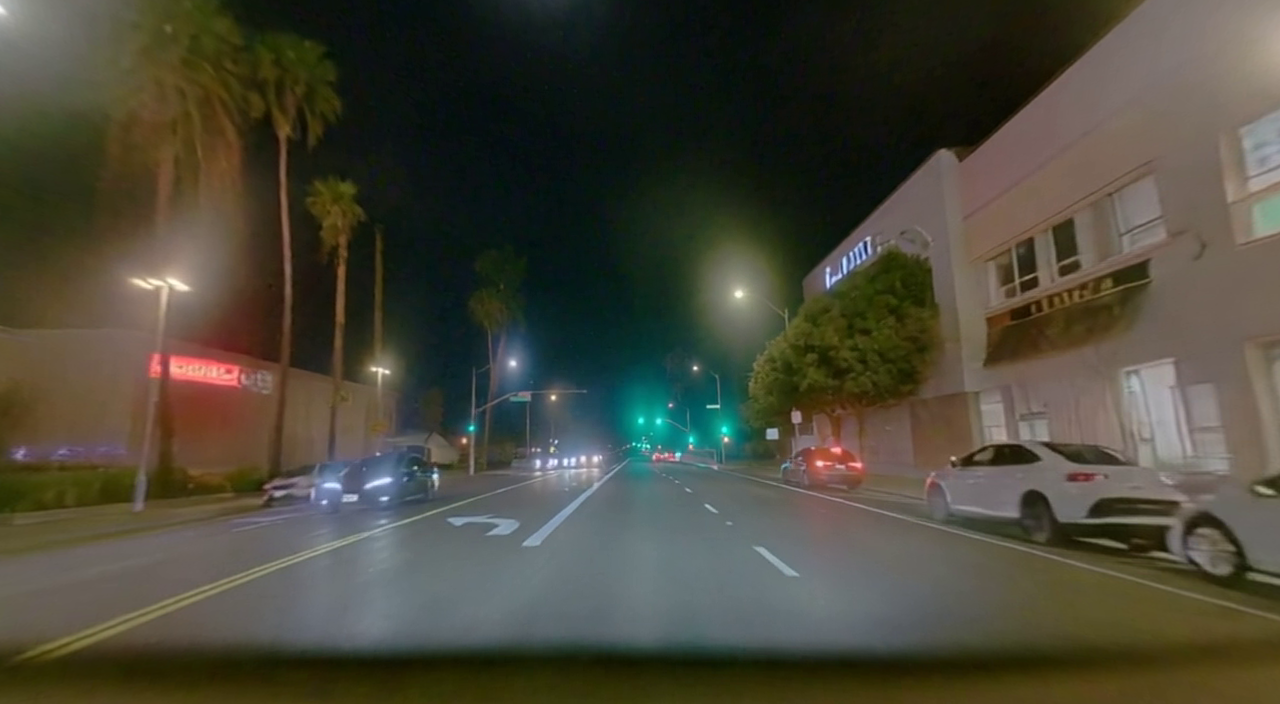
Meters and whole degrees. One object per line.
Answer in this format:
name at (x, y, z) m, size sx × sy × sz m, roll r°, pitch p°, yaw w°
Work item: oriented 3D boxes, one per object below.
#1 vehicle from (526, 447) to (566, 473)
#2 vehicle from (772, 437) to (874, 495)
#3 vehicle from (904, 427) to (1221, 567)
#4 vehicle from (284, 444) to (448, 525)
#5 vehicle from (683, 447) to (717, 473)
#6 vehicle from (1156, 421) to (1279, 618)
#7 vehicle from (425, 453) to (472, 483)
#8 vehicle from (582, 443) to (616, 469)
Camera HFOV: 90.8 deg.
vehicle at (-6.225, 7.184, 42.312) m, size 2.008 × 1.661 × 4.269 m, roll 0°, pitch -8°, yaw 1°
vehicle at (6.613, 4.170, 23.595) m, size 2.128 × 1.887 × 5.602 m, roll 0°, pitch -8°, yaw 0°
vehicle at (6.508, 2.237, 10.622) m, size 1.966 × 1.790 × 4.646 m, roll 0°, pitch -8°, yaw -2°
vehicle at (-5.890, 2.844, 14.188) m, size 2.010 × 1.538 × 3.871 m, roll 0°, pitch -8°, yaw -2°
vehicle at (3.683, 6.711, 39.487) m, size 1.896 × 1.501 × 3.625 m, roll 0°, pitch -8°, yaw 2°
vehicle at (6.637, 1.348, 4.624) m, size 1.846 × 1.739 × 4.525 m, roll 0°, pitch -8°, yaw 0°
vehicle at (-12.612, 7.728, 41.818) m, size 1.813 × 1.544 × 4.070 m, roll -1°, pitch -15°, yaw 0°
vehicle at (-3.107, 7.977, 48.716) m, size 2.252 × 1.832 × 4.843 m, roll 0°, pitch -8°, yaw 0°
